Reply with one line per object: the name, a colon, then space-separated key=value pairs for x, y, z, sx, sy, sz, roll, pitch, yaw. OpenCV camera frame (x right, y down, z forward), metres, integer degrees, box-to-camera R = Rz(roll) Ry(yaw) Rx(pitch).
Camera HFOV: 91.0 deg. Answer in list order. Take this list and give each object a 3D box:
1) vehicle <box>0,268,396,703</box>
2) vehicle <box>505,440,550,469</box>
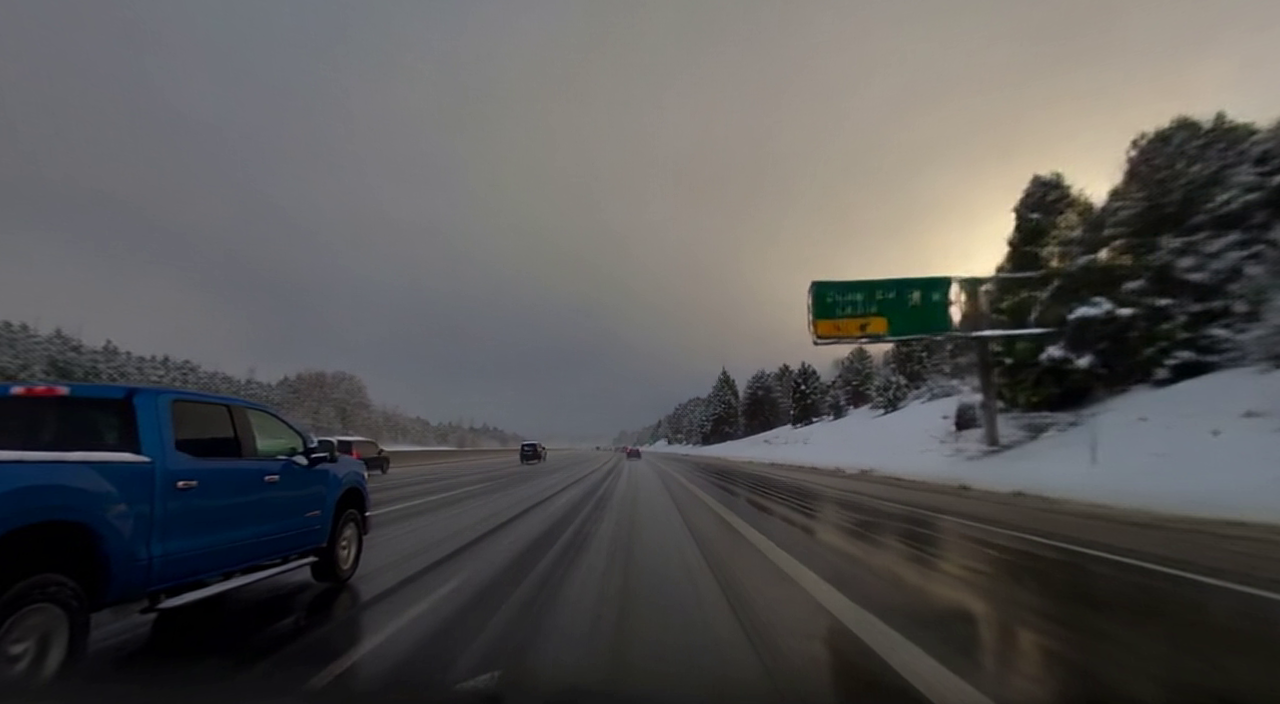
vehicle: x=-3.898 y=0.831 z=3.843 sx=2.339 sy=2.004 sz=6.171 roll=0 pitch=-9 yaw=0
vehicle: x=-7.942 y=7.277 z=45.061 sx=2.260 sy=1.917 sz=5.499 roll=0 pitch=-9 yaw=-1
